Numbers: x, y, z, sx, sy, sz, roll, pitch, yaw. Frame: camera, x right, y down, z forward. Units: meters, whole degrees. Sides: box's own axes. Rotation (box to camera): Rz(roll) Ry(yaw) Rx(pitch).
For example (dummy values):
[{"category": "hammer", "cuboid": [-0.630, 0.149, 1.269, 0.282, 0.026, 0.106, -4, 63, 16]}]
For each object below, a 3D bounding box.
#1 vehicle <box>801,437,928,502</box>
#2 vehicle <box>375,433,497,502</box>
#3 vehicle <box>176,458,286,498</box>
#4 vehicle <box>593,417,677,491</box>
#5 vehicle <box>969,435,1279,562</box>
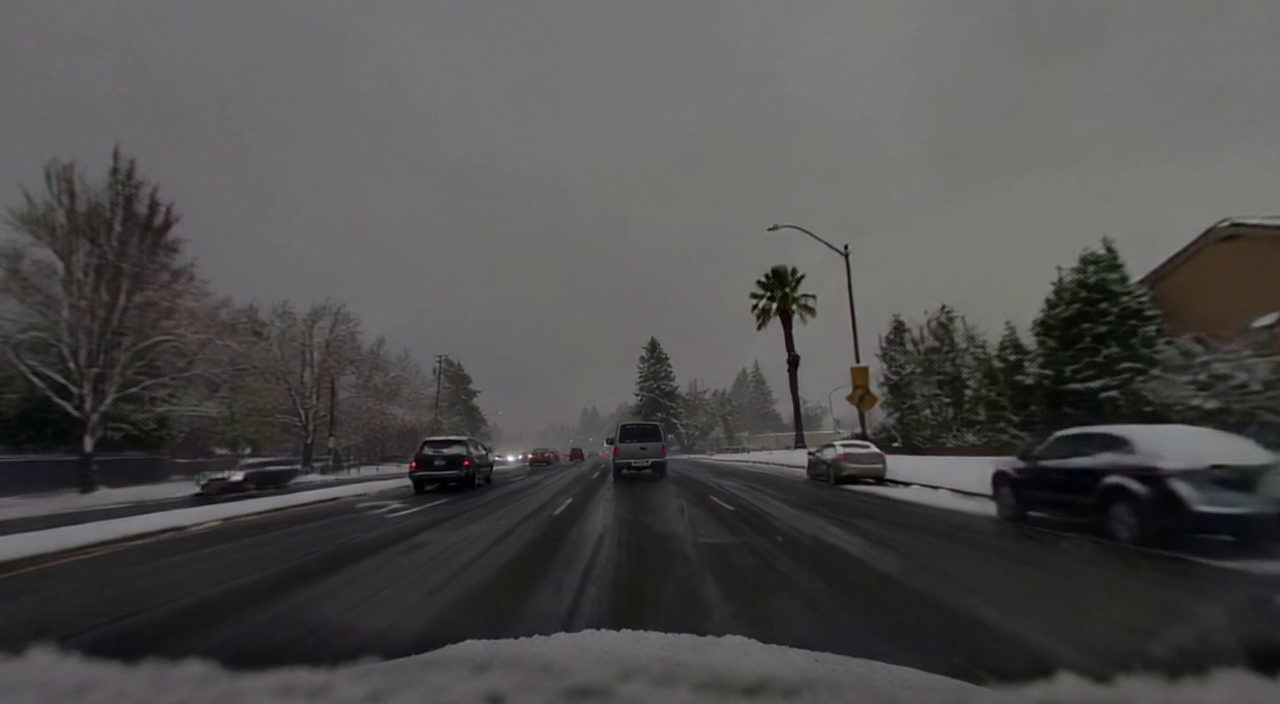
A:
[{"category": "vehicle", "cuboid": [5.571, 2.957, 16.330, 2.178, 1.411, 4.732, -1, -9, 8]}, {"category": "vehicle", "cuboid": [-5.578, 3.226, 17.945, 2.235, 1.682, 4.662, 1, -9, -4]}, {"category": "vehicle", "cuboid": [-17.913, 5.508, 27.811, 1.994, 1.524, 4.698, 1, -9, -4]}, {"category": "vehicle", "cuboid": [-0.350, 3.487, 21.780, 2.507, 2.161, 6.049, 1, -9, -4]}, {"category": "vehicle", "cuboid": [7.071, 1.993, 9.439, 1.871, 1.434, 4.437, 0, -8, 0]}]
